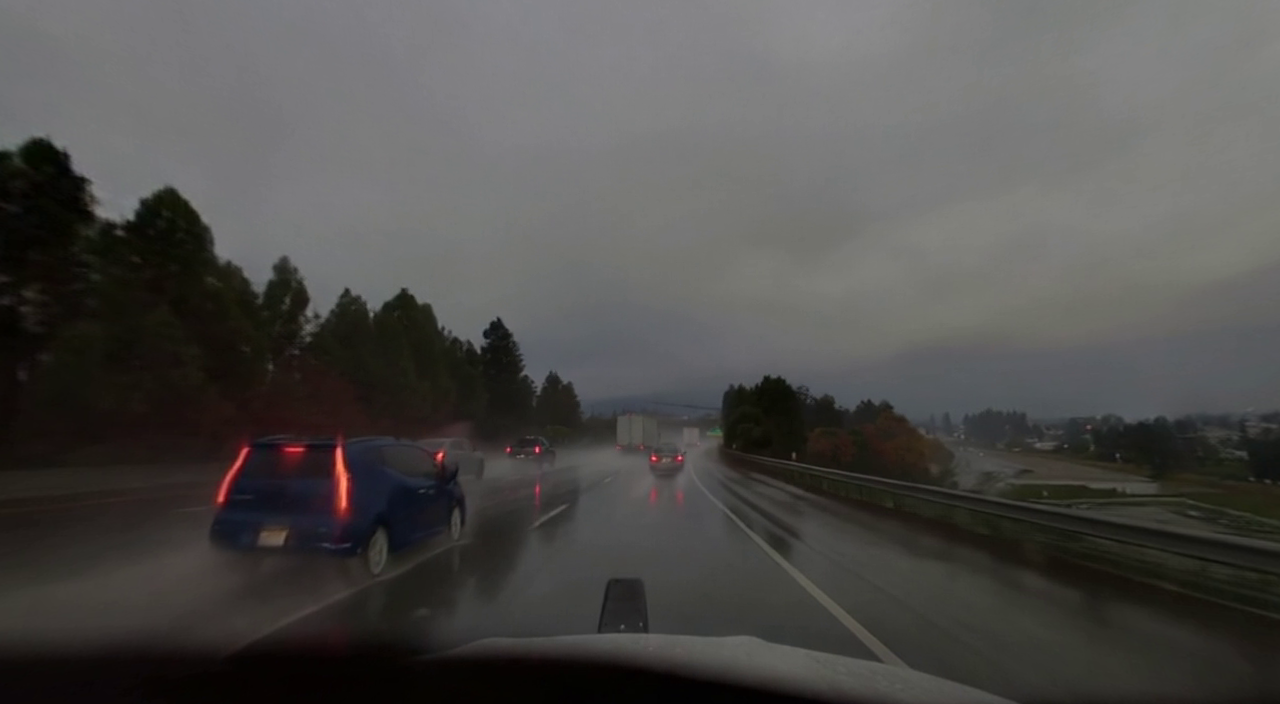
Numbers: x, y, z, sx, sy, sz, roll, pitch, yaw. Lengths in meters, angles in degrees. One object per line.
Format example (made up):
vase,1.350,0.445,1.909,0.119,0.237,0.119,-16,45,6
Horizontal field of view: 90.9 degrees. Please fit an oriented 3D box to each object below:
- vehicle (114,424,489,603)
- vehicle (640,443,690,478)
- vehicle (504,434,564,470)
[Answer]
vehicle,-3.427,1.711,7.703,1.916,1.486,4.631,0,-9,1
vehicle,1.071,4.564,26.716,1.984,1.365,3.767,0,-8,3
vehicle,-5.797,5.516,35.051,2.142,1.833,4.854,-1,-9,4
